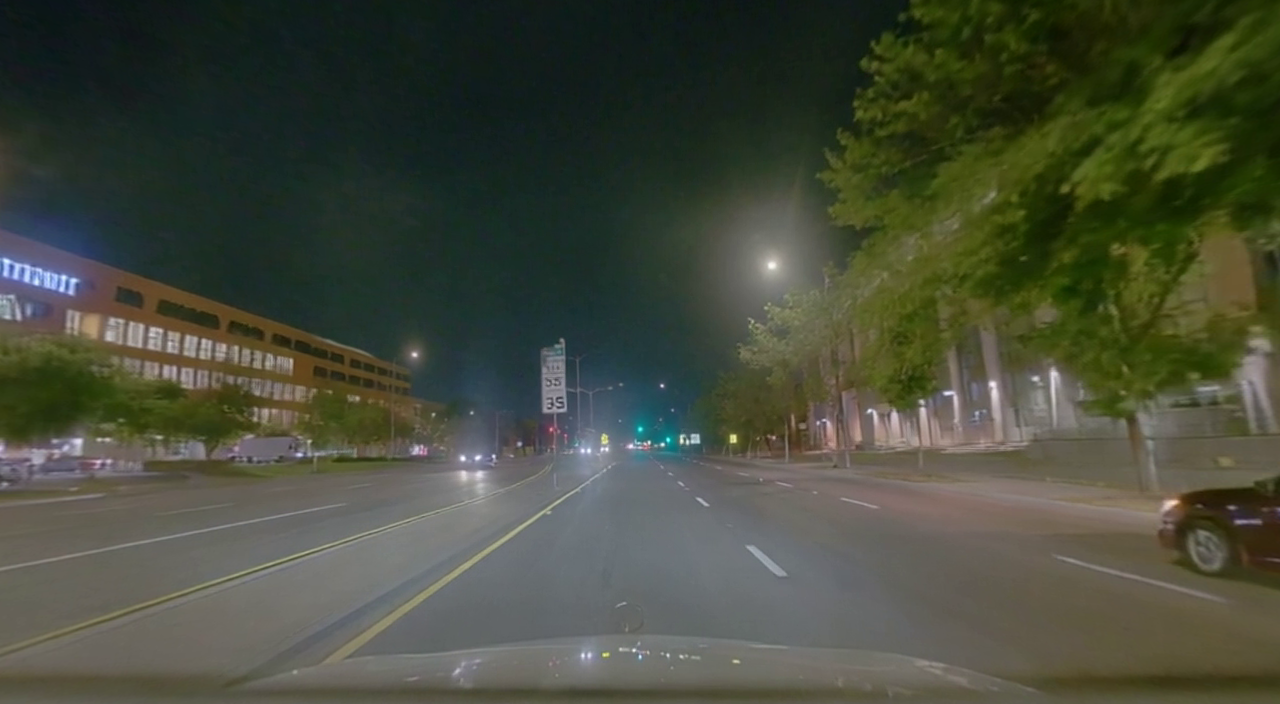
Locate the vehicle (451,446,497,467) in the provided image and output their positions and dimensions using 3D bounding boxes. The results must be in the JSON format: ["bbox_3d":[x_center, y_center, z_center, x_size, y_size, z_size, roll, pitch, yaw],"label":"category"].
[{"bbox_3d":[-12.697,8.021,48.683,2.163,1.576,4.704,0,-9,1],"label":"vehicle"}]

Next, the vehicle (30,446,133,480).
[{"bbox_3d":[-35.771,7.080,40.697,2.083,2.034,5.018,0,-9,-2],"label":"vehicle"}]

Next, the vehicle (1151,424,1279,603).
[{"bbox_3d":[6.559,1.201,4.197,2.088,1.524,5.085,0,-9,0],"label":"vehicle"}]
